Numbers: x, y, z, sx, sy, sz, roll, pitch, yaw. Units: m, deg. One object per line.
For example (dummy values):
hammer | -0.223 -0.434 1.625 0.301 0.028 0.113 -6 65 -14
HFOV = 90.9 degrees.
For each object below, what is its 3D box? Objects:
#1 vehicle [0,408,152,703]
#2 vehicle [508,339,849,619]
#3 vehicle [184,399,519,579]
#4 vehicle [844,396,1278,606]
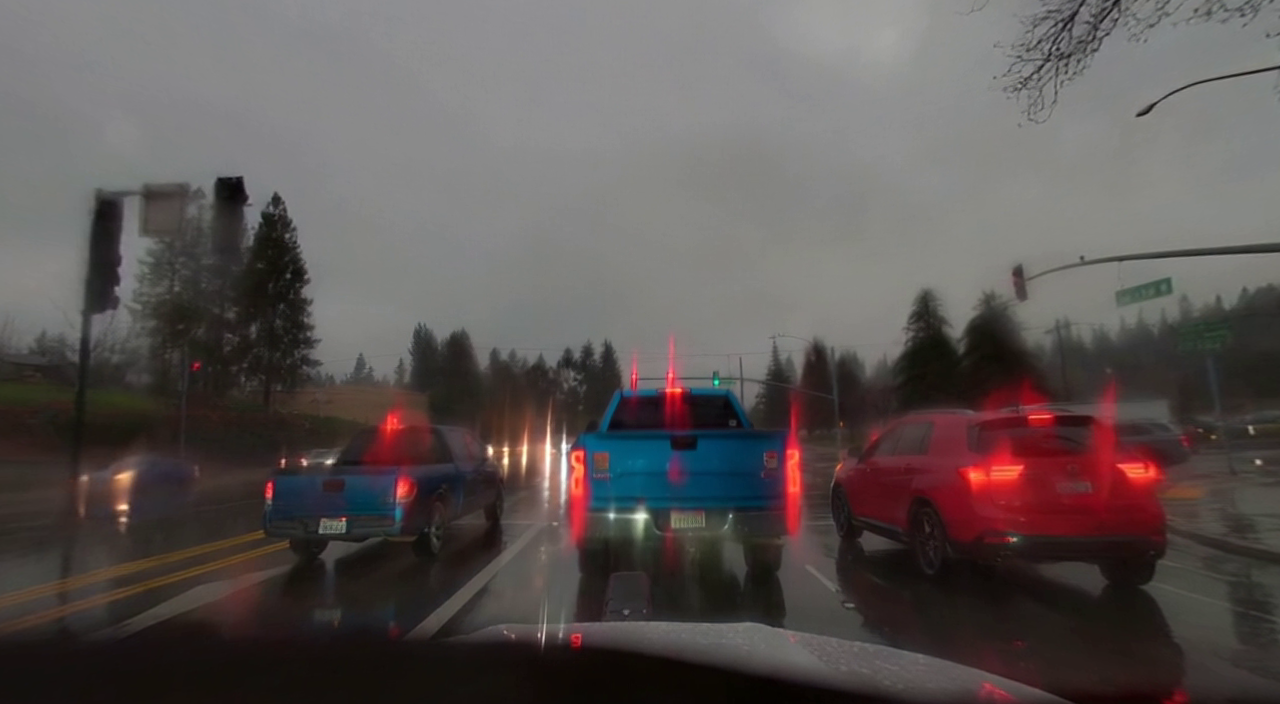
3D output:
vehicle | -3.396 0.707 0.655 1.998 1.481 4.656 0 -8 1
vehicle | 0.326 1.277 7.149 2.505 2.084 4.768 0 -8 1
vehicle | -3.293 1.685 8.584 2.125 1.739 4.707 0 -8 3
vehicle | 4.041 1.494 7.180 1.984 1.659 4.226 0 -8 0
